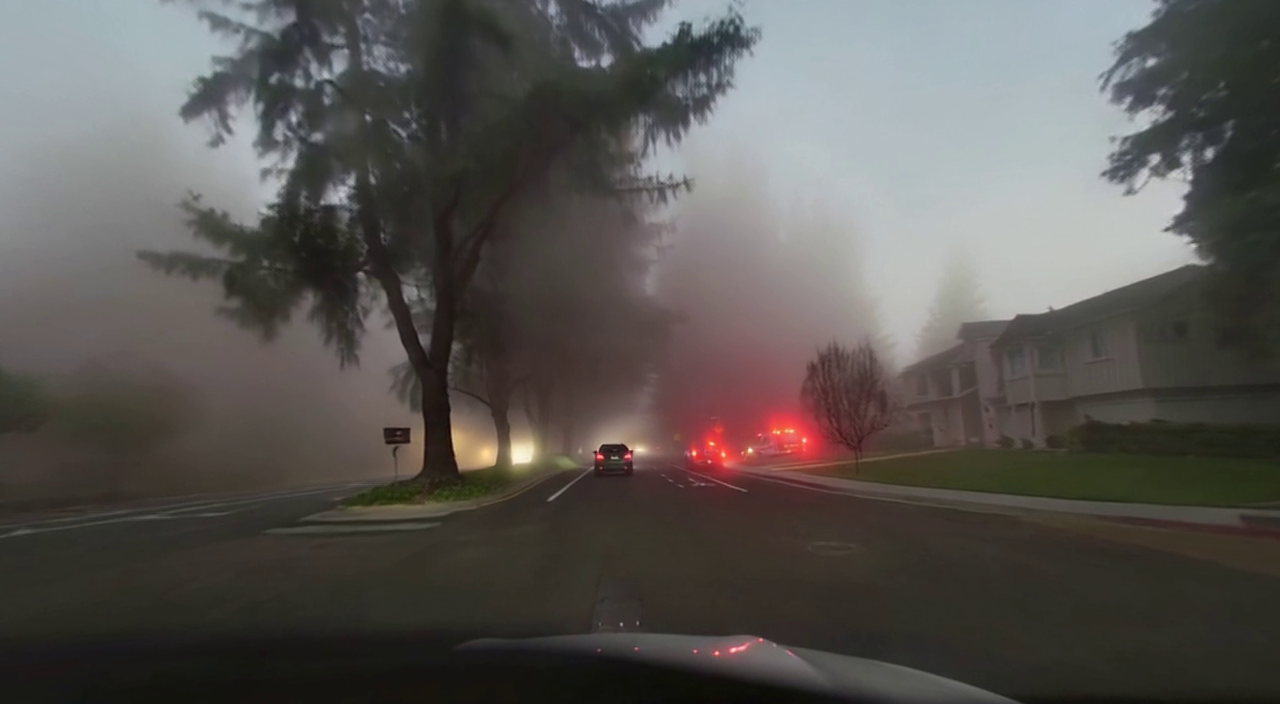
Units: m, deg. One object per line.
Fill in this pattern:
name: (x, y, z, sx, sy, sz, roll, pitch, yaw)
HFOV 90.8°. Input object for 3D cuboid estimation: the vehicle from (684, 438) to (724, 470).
vehicle: (3.801, 6.129, 38.343, 2.045, 1.776, 4.851, 0, -8, 2)

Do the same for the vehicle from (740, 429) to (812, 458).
vehicle: (10.265, 6.913, 47.901, 4.919, 1.886, 2.086, -3, -9, 0)

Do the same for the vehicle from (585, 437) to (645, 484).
vehicle: (-0.912, 4.104, 24.348, 2.106, 1.655, 3.717, 0, -8, -1)
